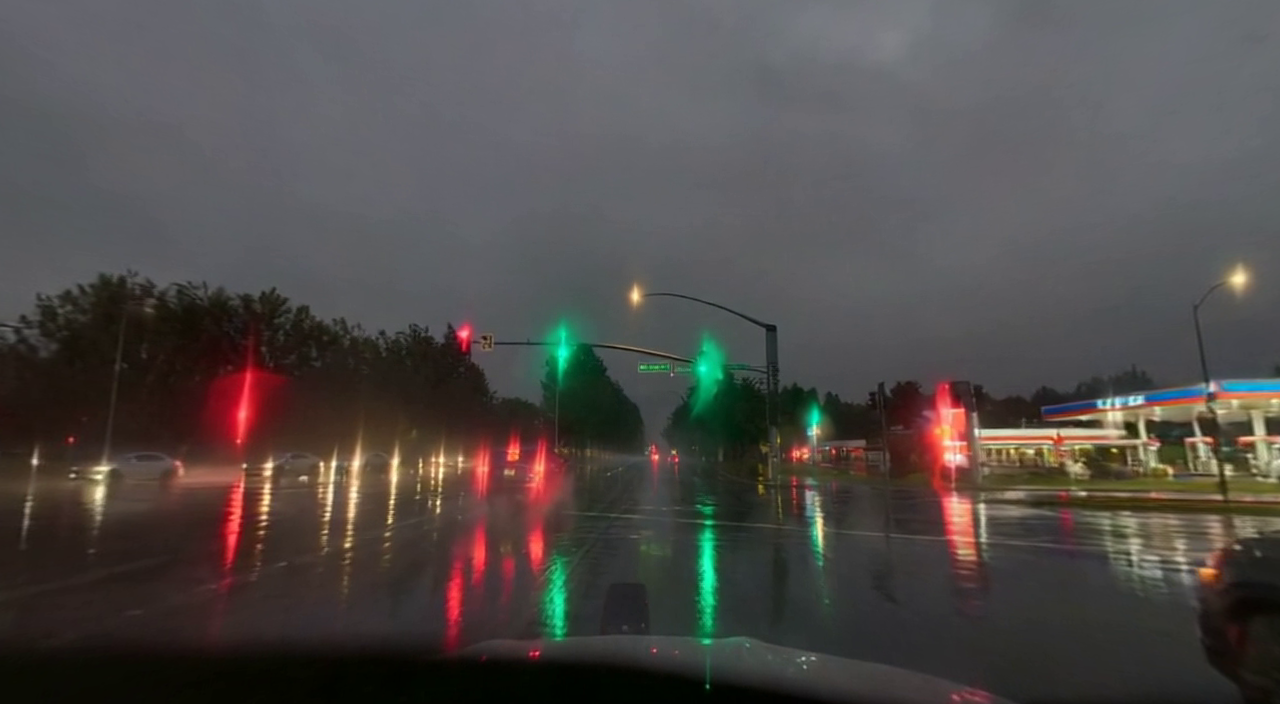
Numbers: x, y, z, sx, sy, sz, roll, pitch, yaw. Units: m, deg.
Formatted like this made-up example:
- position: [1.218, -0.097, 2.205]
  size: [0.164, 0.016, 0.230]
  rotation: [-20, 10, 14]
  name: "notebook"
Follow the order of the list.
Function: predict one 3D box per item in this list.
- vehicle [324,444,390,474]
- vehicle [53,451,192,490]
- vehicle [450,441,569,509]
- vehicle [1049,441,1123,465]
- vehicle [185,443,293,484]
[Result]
- position: [-17.612, 6.625, 39.434]
  size: [2.032, 1.741, 4.450]
  rotation: [0, -8, 0]
  name: "vehicle"
- position: [-20.799, 4.749, 25.638]
  size: [1.821, 1.371, 4.545]
  rotation: [0, -8, -1]
  name: "vehicle"
- position: [-3.163, 3.079, 16.345]
  size: [2.041, 1.483, 4.533]
  rotation: [0, -8, 1]
  name: "vehicle"
- position: [32.943, 7.445, 46.721]
  size: [2.148, 1.679, 4.197]
  rotation: [1, -9, -5]
  name: "vehicle"
- position: [-17.387, 4.826, 27.622]
  size: [1.887, 1.635, 4.281]
  rotation: [0, -8, 0]
  name: "vehicle"
